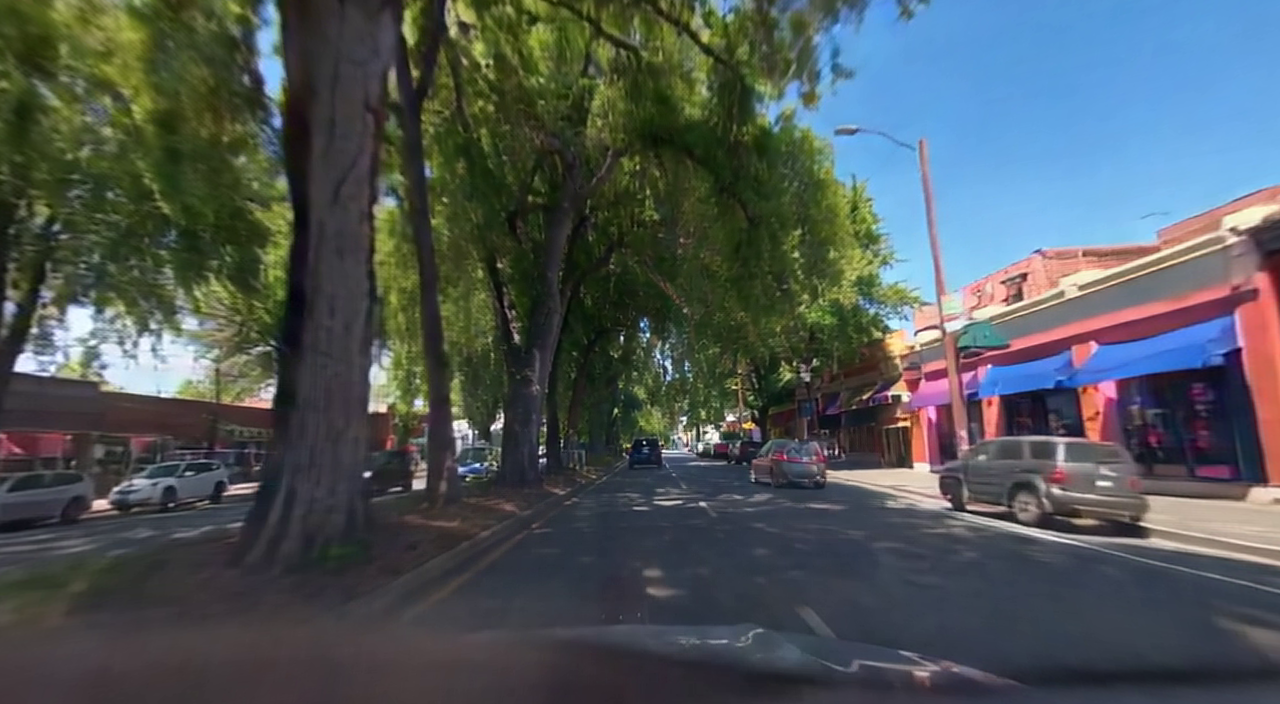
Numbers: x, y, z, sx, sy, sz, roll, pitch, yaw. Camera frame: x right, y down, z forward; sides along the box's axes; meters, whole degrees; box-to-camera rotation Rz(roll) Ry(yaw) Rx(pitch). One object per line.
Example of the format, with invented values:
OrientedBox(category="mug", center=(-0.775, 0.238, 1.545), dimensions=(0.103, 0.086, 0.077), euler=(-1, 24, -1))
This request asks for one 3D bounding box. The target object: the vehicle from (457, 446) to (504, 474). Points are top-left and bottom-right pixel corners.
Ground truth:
OrientedBox(category="vehicle", center=(-11.491, 7.808, 45.891), dimensions=(2.127, 1.909, 4.830), euler=(0, -9, 1))

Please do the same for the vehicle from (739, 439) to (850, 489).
OrientedBox(category="vehicle", center=(5.695, 4.186, 24.032), dimensions=(2.114, 1.697, 4.739), euler=(2, -9, -14))

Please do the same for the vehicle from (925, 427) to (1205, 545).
OrientedBox(category="vehicle", center=(7.280, 2.309, 11.559), dimensions=(2.004, 1.714, 4.356), euler=(0, -9, -1))

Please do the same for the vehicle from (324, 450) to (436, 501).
OrientedBox(category="vehicle", center=(-8.596, 4.077, 21.324), dimensions=(1.982, 1.505, 4.065), euler=(0, -9, 1))

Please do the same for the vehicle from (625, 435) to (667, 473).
OrientedBox(category="vehicle", center=(0.400, 5.960, 37.104), dimensions=(2.293, 2.036, 4.853), euler=(0, -9, 1))

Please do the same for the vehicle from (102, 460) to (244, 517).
OrientedBox(category="vehicle", center=(-15.994, 4.646, 21.965), dimensions=(1.801, 1.515, 4.323), euler=(-4, -9, -2))

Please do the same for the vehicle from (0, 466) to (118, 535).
OrientedBox(category="vehicle", center=(-16.052, 3.700, 15.835), dimensions=(1.962, 1.487, 4.652), euler=(0, -9, -1))
